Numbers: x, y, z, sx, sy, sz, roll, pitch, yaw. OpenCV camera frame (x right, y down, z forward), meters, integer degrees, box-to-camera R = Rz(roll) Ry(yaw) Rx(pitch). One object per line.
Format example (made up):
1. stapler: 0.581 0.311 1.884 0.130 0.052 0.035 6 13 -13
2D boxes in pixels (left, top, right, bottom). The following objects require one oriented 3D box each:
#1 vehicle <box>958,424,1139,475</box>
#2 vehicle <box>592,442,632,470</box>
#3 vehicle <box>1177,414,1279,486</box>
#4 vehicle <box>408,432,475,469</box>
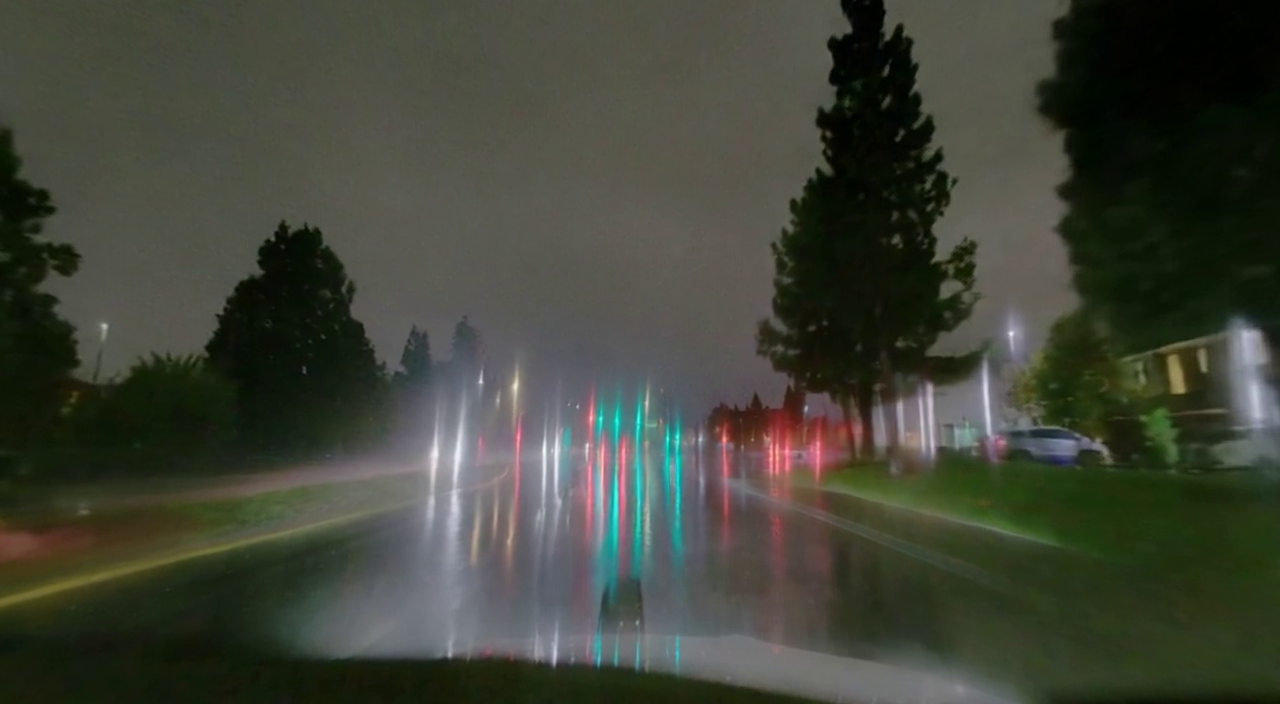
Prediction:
1. vehicle: 15.484 3.701 24.099 5.604 1.833 2.128 1 -9 -7
2. vehicle: -1.565 6.015 36.891 2.011 1.498 4.914 0 -8 1
3. vehicle: 16.779 2.491 16.101 4.564 1.663 2.033 1 -9 -8
4. vehicle: -11.456 5.750 36.941 2.193 1.977 5.481 0 -8 0
